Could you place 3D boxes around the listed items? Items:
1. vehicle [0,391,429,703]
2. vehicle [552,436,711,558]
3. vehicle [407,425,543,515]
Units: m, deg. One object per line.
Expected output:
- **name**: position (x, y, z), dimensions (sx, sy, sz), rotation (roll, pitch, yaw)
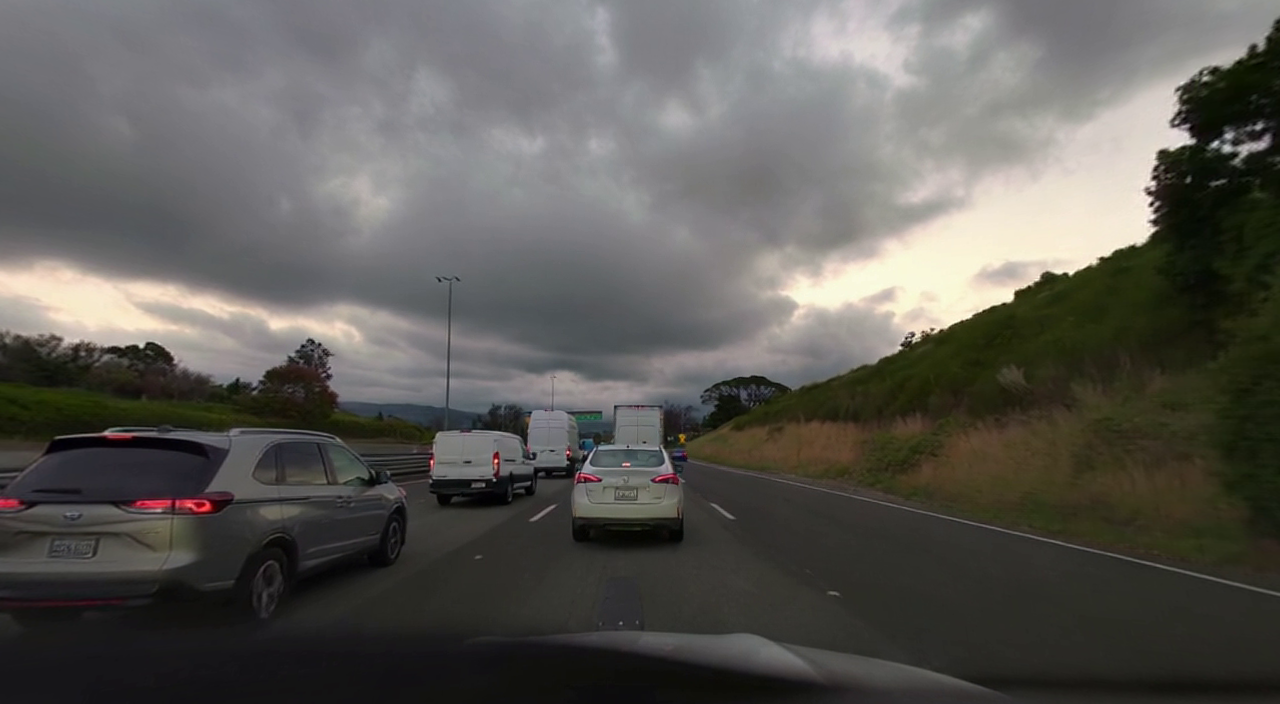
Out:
- **vehicle**: position (-3.681, 1.390, 5.639), dimensions (2.029, 1.656, 4.437), rotation (-1, -9, 0)
- **vehicle**: position (-0.112, 2.079, 9.654), dimensions (1.995, 1.495, 3.380), rotation (0, -9, 0)
- **vehicle**: position (-3.937, 2.924, 16.018), dimensions (2.055, 1.913, 4.584), rotation (-1, -9, 2)
